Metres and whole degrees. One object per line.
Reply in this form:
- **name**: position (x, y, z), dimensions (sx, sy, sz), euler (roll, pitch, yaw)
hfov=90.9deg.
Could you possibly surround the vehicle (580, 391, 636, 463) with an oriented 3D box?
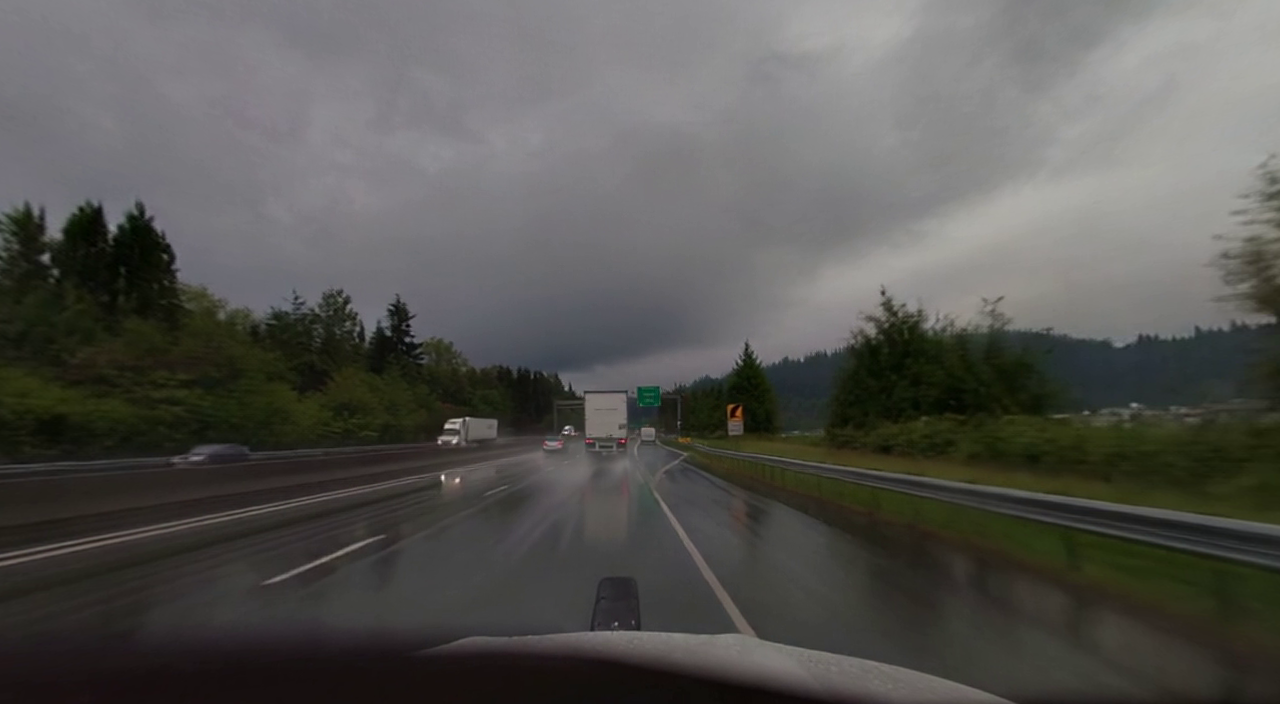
- **vehicle**: position (-1.790, 4.484, 37.129), dimensions (2.855, 3.741, 8.587), euler (0, -8, -2)

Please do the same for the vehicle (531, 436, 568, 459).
- **vehicle**: position (-6.019, 6.422, 42.469), dimensions (1.931, 1.479, 4.083), euler (0, -8, -1)
